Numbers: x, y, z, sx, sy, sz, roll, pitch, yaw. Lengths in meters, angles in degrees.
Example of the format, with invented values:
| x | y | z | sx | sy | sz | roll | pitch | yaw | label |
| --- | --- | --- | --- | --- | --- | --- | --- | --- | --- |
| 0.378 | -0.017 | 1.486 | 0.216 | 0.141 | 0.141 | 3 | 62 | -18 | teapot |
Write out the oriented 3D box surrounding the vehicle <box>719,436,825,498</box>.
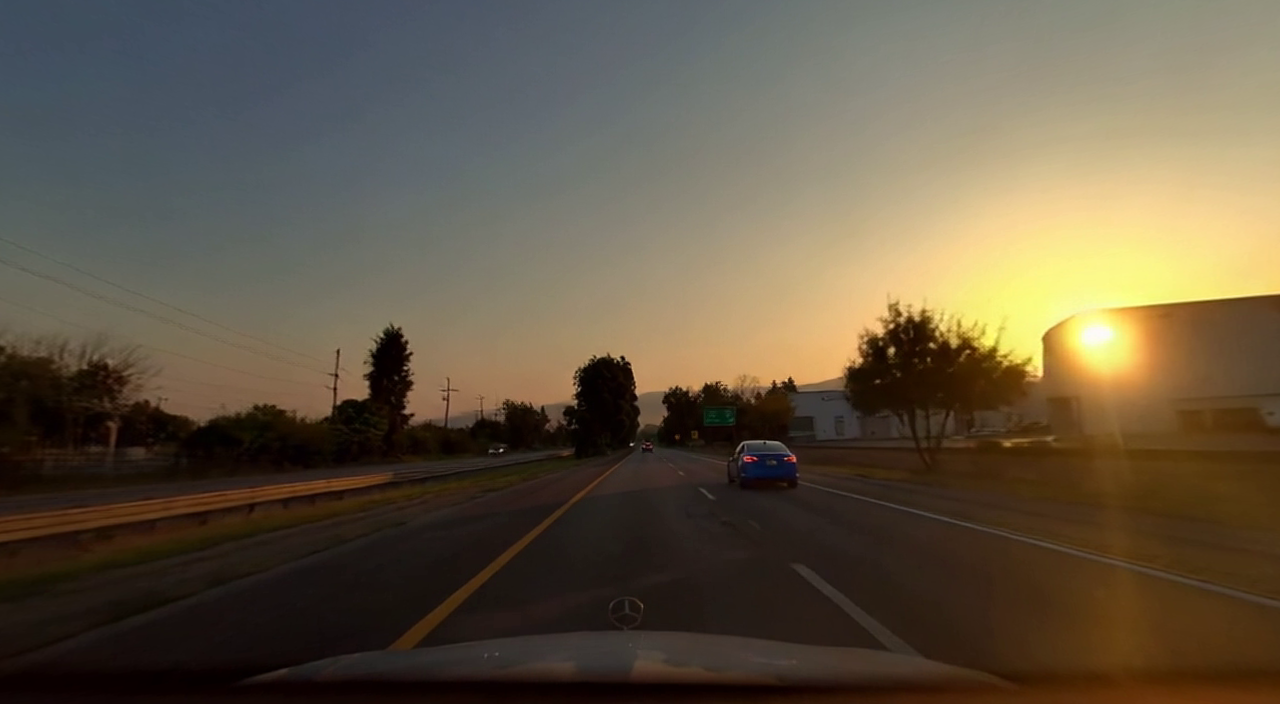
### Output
| x | y | z | sx | sy | sz | roll | pitch | yaw | label |
| --- | --- | --- | --- | --- | --- | --- | --- | --- | --- |
| 3.586 | 3.201 | 17.847 | 2.079 | 1.531 | 3.997 | 0 | -8 | -1 | vehicle |
